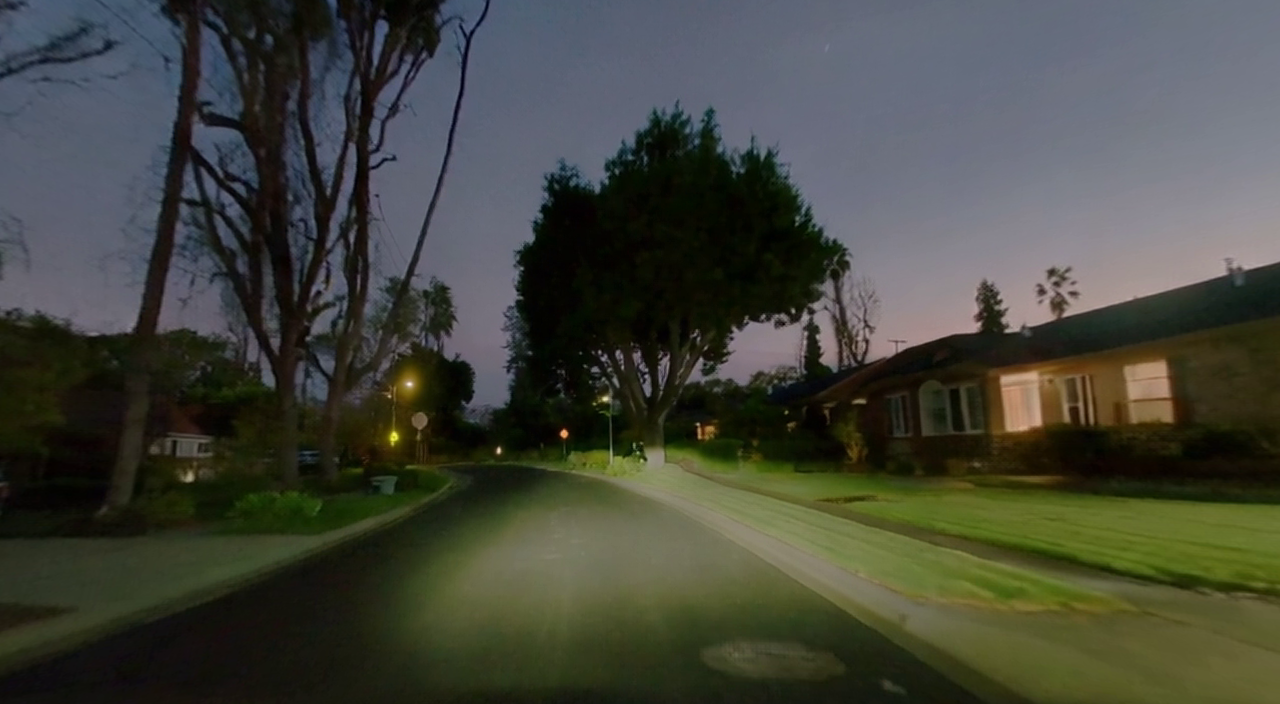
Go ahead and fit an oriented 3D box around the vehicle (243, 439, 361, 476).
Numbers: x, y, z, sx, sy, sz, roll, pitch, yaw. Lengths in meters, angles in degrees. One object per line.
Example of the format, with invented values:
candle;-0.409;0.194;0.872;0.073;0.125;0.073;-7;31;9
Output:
vehicle;-15.942;4.999;29.983;4.471;1.638;1.877;2;-8;-11
